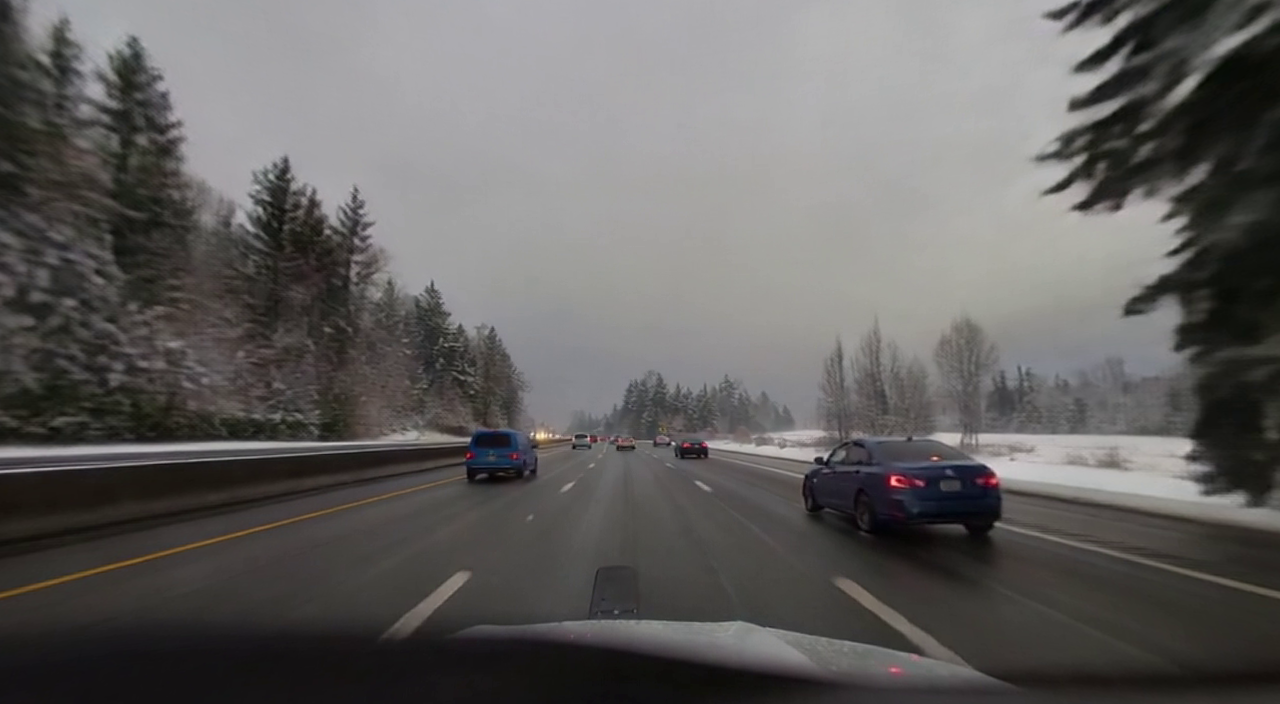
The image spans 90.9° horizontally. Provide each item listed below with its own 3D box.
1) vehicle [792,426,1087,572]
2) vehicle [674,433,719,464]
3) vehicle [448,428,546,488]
[{"bbox_3d":[3.590,1.781,8.526,1.986,1.488,3.867,0,-8,-2],"label":"vehicle"},{"bbox_3d":[2.967,5.151,33.791,1.883,1.536,3.792,0,-8,-3],"label":"vehicle"},{"bbox_3d":[-4.029,3.032,18.462,1.941,1.529,4.111,0,-8,-1],"label":"vehicle"}]
